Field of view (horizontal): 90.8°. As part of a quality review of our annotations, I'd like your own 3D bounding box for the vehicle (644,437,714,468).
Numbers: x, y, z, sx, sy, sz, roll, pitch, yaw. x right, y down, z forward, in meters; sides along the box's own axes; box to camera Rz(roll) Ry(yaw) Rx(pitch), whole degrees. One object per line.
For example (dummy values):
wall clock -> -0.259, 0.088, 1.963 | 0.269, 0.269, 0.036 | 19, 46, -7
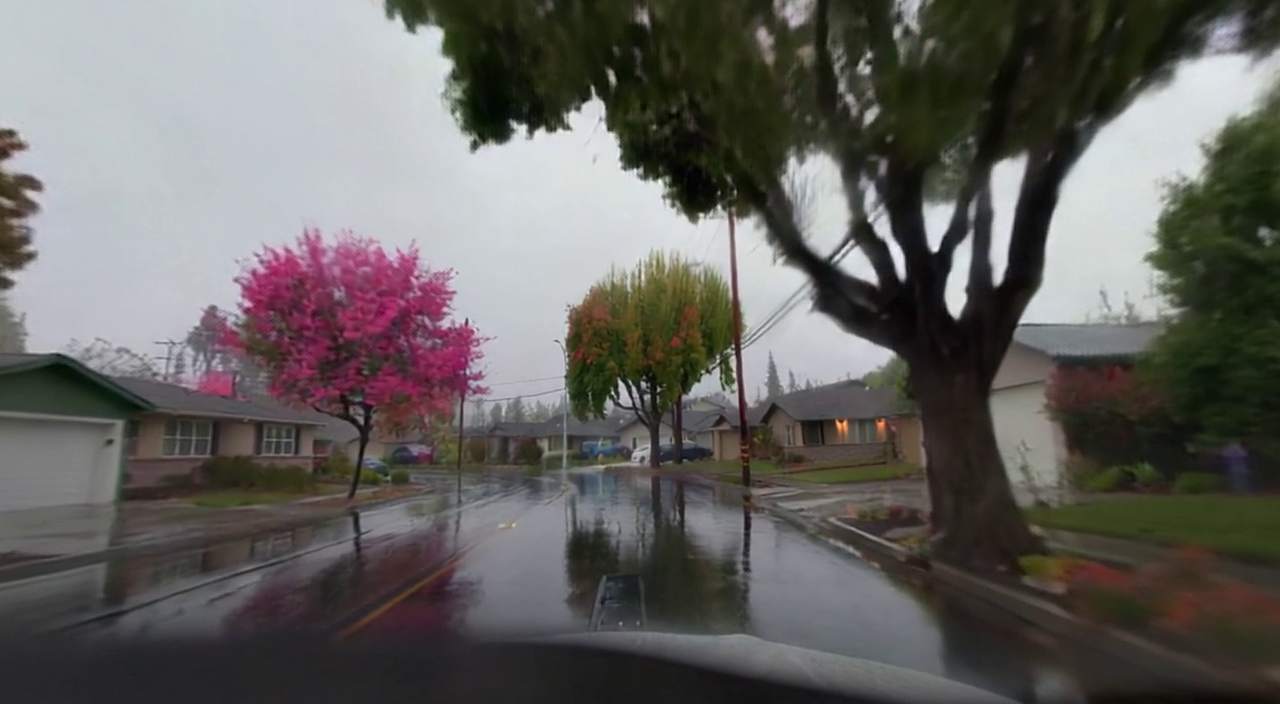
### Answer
vehicle -> 2.728, 6.991, 44.045 | 4.459, 1.738, 1.930 | 0, -8, -29
